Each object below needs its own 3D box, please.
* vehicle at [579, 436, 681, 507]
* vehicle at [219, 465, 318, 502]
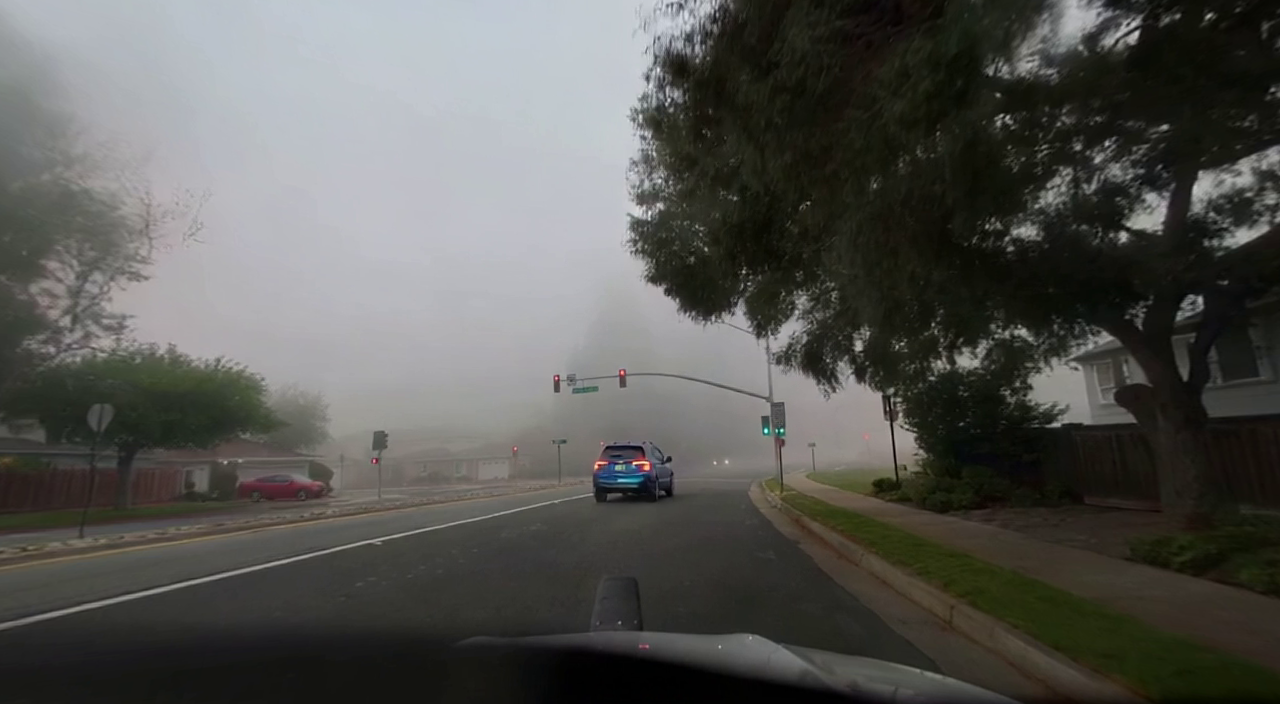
[{"bbox_3d":[-0.156,3.633,19.695,2.059,1.908,4.714,-2,-9,13],"label":"vehicle"},{"bbox_3d":[-22.409,7.923,38.312,2.332,1.896,5.688,-1,-9,3],"label":"vehicle"}]
